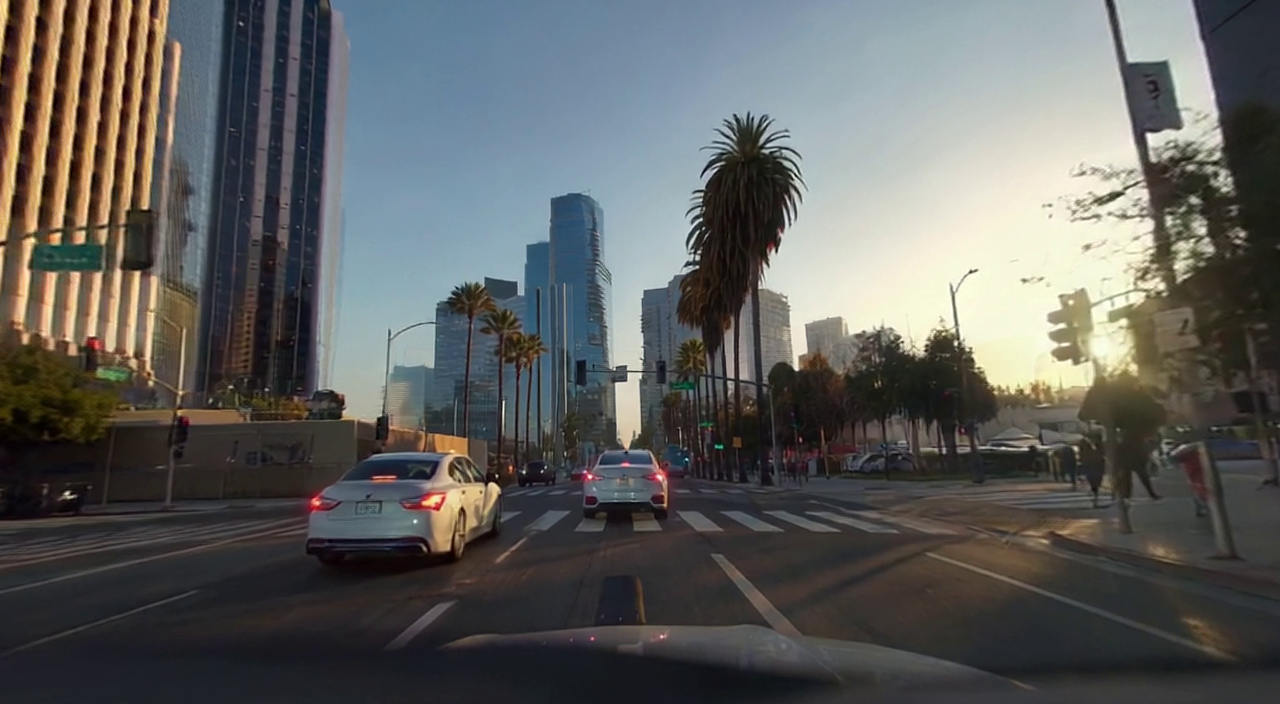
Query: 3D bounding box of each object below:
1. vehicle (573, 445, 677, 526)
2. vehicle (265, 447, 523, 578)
[{"bbox_3d":[-0.343,3.050,15.000,2.145,1.632,3.972,0,-9,-1],"label":"vehicle"},{"bbox_3d":[-3.291,2.218,9.682,2.096,1.492,4.666,0,-9,0],"label":"vehicle"}]
